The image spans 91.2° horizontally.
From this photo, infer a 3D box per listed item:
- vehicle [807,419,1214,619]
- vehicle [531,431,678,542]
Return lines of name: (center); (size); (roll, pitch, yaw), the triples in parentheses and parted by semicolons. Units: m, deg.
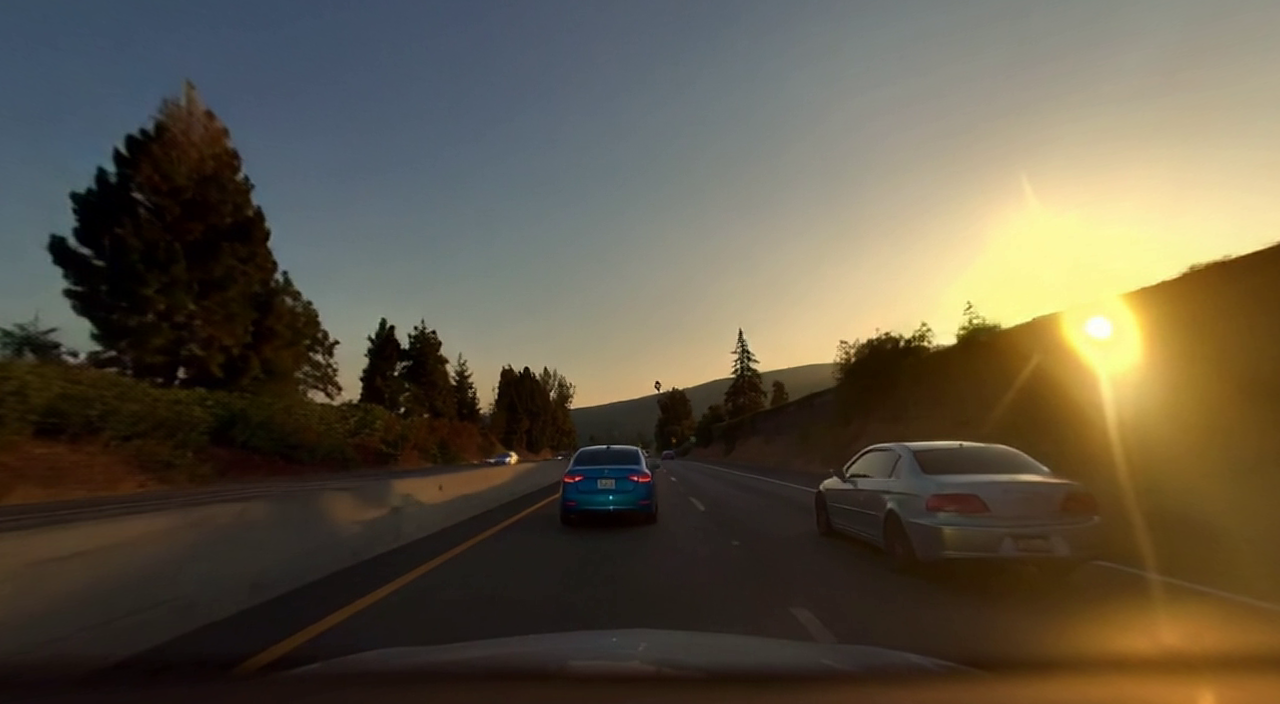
vehicle: (3.450, 1.615, 6.979); (2.021, 1.533, 4.014); (0, -9, 0)
vehicle: (-0.531, 2.246, 11.094); (2.083, 1.548, 4.251); (0, -9, -1)
